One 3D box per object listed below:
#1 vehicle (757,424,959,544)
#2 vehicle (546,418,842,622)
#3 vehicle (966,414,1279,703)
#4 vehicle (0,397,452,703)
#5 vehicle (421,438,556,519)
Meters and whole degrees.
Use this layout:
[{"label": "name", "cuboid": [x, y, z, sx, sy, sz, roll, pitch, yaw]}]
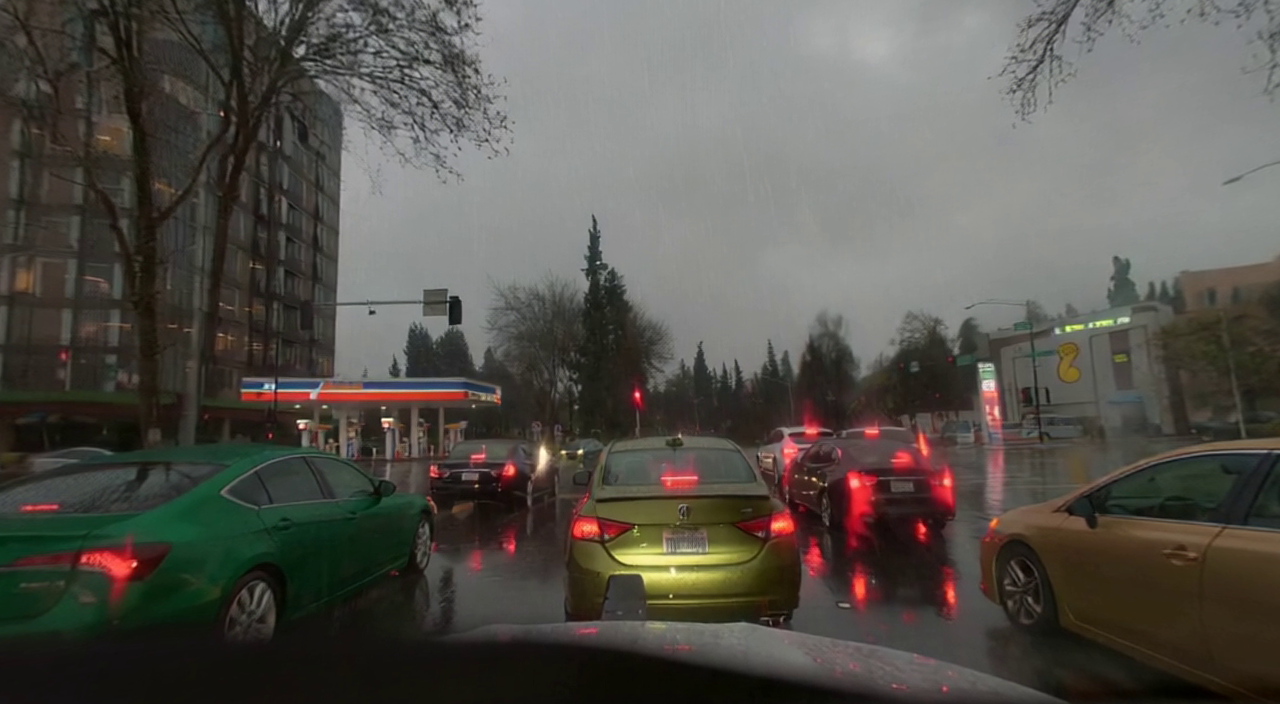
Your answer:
[{"label": "vehicle", "cuboid": [3.398, 2.129, 10.795, 1.947, 1.630, 4.127, 0, -9, 0]}, {"label": "vehicle", "cuboid": [0.344, 1.585, 6.954, 2.220, 1.507, 4.317, 0, -9, -2]}, {"label": "vehicle", "cuboid": [4.187, 1.132, 3.615, 1.950, 1.497, 4.686, 0, -9, -3]}, {"label": "vehicle", "cuboid": [-3.000, 1.249, 4.623, 1.887, 1.493, 4.255, 0, -9, 1]}, {"label": "vehicle", "cuboid": [-3.064, 2.647, 13.714, 1.867, 1.474, 4.237, 0, -9, 0]}]
